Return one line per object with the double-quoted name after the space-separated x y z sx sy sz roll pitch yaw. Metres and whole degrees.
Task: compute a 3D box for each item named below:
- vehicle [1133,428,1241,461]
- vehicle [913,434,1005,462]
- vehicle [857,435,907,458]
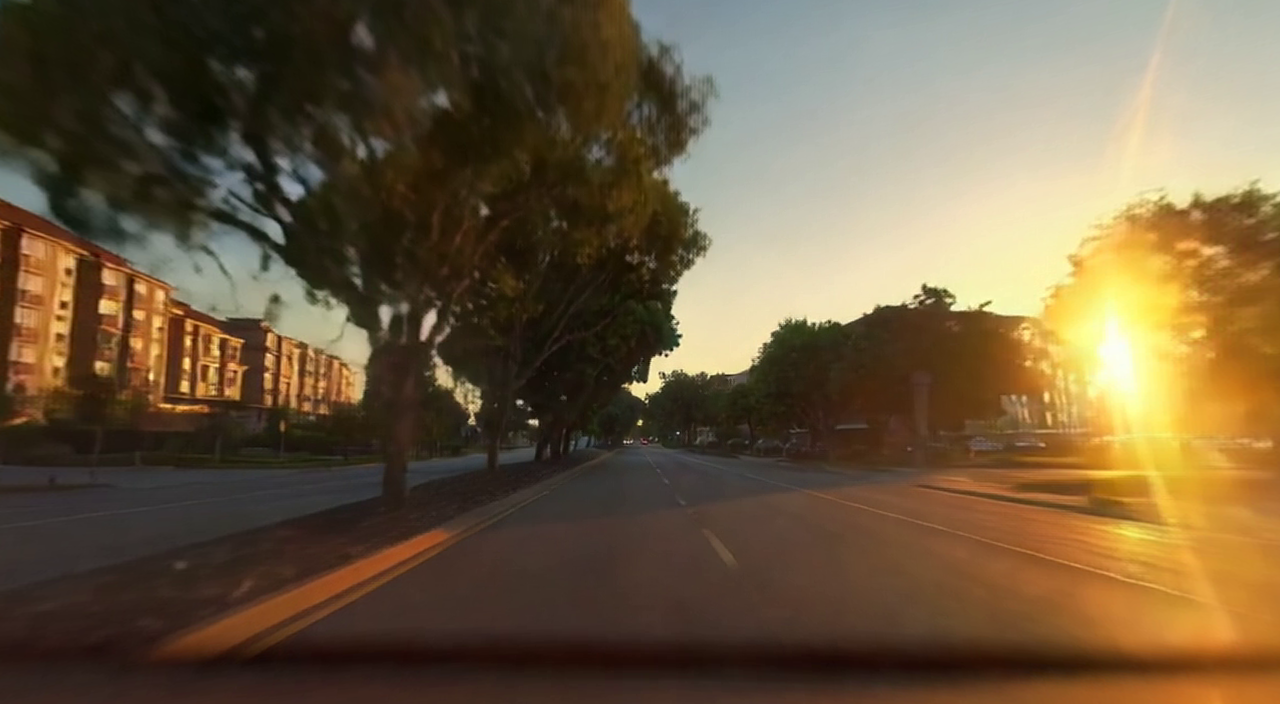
29.256 4.949 33.857 4.279 1.648 1.982 1 -9 -10 "vehicle"
20.164 6.068 40.094 4.661 1.710 2.127 0 -8 -1 "vehicle"
18.725 7.353 49.016 1.947 1.667 4.347 0 -8 -3 "vehicle"
